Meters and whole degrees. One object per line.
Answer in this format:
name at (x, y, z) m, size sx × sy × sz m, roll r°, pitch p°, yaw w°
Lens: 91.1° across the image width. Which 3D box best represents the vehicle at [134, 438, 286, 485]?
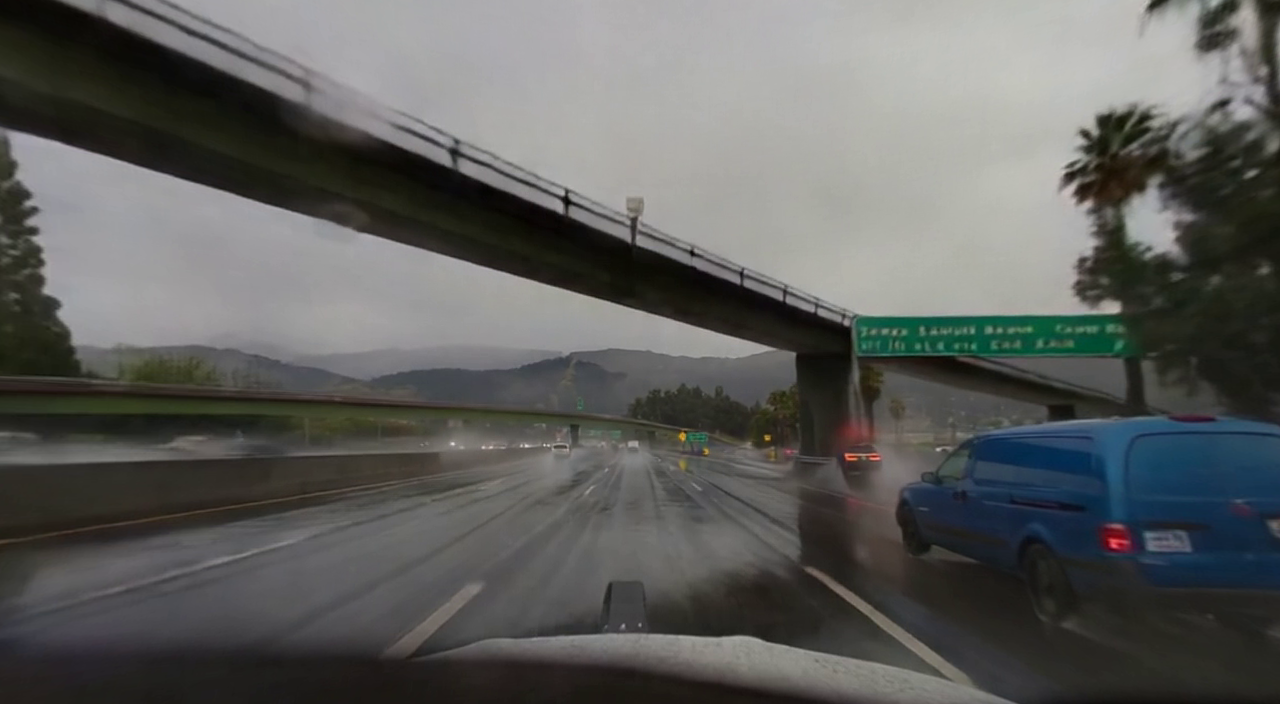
vehicle at (-15.975, 4.063, 23.770) m, size 2.136 × 1.576 × 5.013 m, roll 0°, pitch -8°, yaw 1°
